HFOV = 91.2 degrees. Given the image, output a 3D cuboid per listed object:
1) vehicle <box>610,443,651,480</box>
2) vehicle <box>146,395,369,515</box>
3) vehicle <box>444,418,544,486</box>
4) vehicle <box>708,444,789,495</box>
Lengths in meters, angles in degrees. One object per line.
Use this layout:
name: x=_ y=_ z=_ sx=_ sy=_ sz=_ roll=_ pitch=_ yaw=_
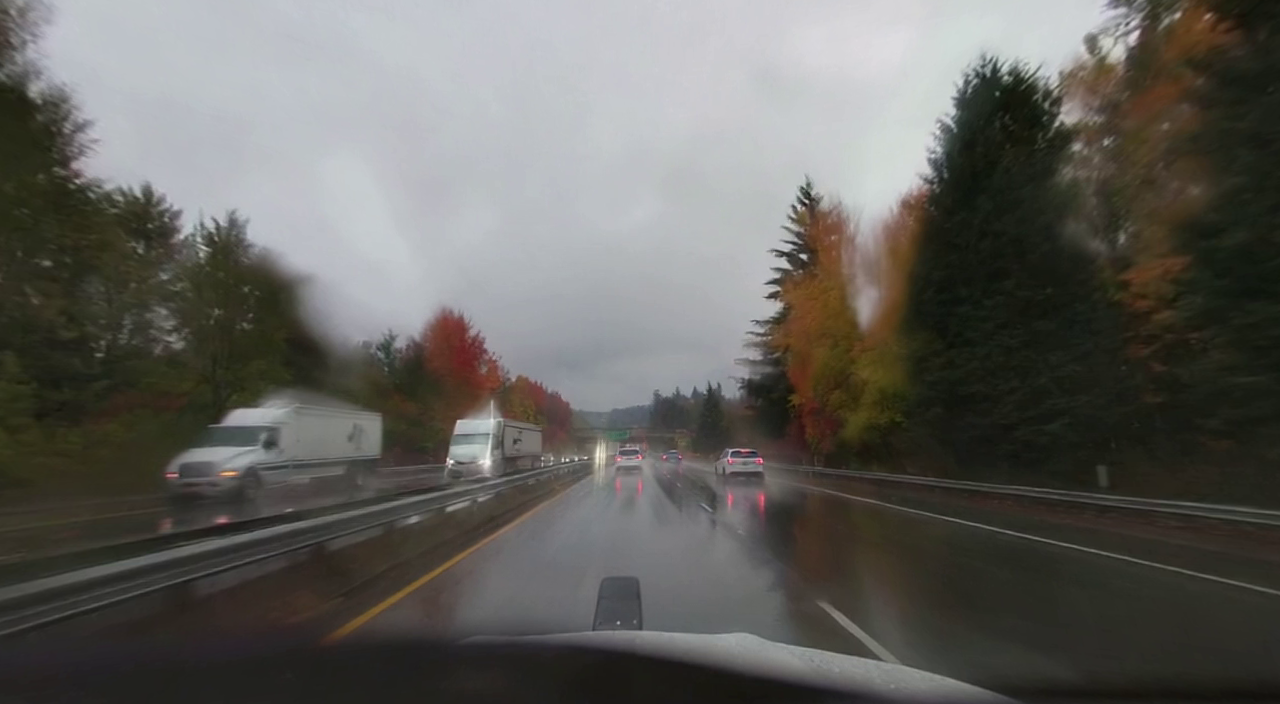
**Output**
vehicle: x=-0.469 y=5.569 z=32.139 sx=1.937 sy=1.699 sz=3.936 roll=0 pitch=-9 yaw=0
vehicle: x=-13.577 y=3.786 z=23.597 sx=2.794 sy=3.610 sz=8.879 roll=0 pitch=-9 yaw=-1
vehicle: x=-9.206 y=6.687 z=42.390 sx=2.893 sy=3.609 sz=16.653 roll=0 pitch=-9 yaw=0
vehicle: x=3.531 y=3.889 z=21.172 sx=1.843 sy=1.505 sz=4.339 roll=0 pitch=-9 yaw=-1
